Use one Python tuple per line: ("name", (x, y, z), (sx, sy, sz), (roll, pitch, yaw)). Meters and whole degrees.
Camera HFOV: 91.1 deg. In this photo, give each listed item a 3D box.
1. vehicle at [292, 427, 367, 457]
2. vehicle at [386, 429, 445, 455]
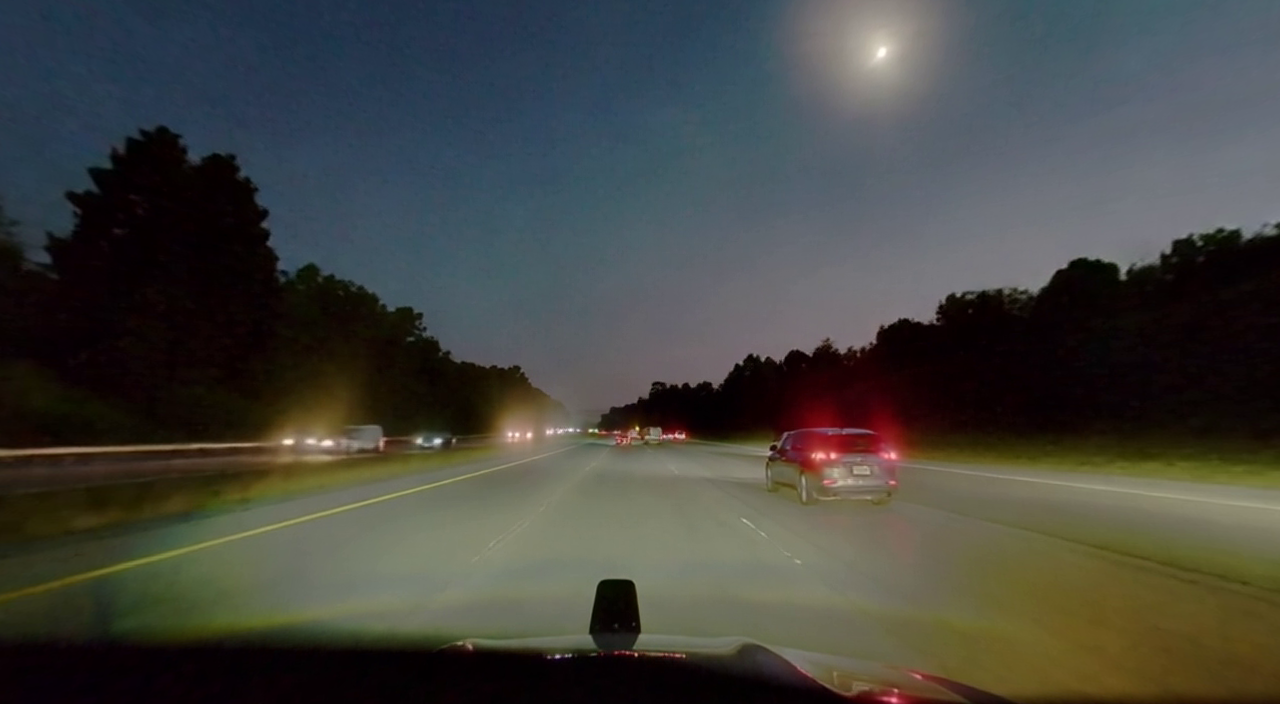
("vehicle", (-17.446, 5.093, 35.625), (2.020, 1.560, 4.520), (0, -8, -1))
("vehicle", (-13.888, 5.596, 39.199), (1.946, 1.529, 4.955), (0, -8, -1))
